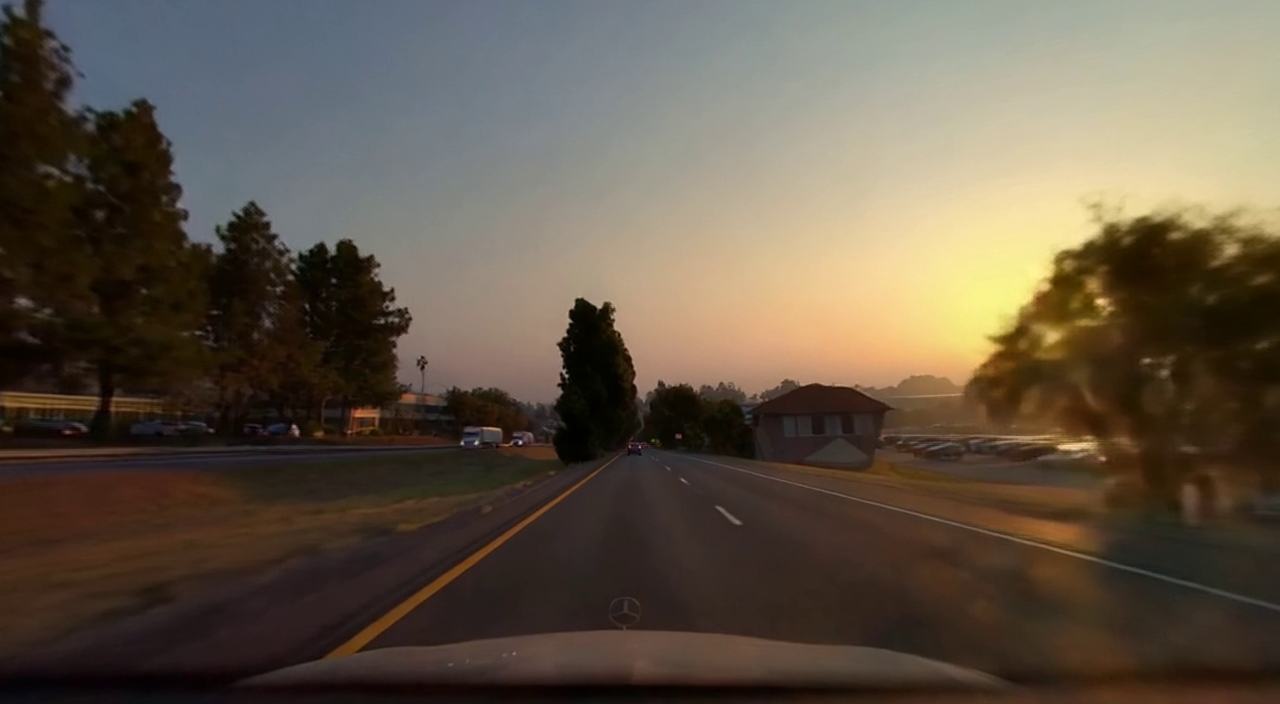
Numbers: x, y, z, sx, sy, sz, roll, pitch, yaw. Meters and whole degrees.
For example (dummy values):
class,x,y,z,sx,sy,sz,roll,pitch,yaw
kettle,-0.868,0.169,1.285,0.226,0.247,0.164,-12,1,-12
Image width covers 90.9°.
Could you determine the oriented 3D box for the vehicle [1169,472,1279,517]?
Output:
class,x,y,z,sx,sy,sz,roll,pitch,yaw
vehicle,28.786,6.664,29.553,5.647,1.831,2.255,-4,-10,28
